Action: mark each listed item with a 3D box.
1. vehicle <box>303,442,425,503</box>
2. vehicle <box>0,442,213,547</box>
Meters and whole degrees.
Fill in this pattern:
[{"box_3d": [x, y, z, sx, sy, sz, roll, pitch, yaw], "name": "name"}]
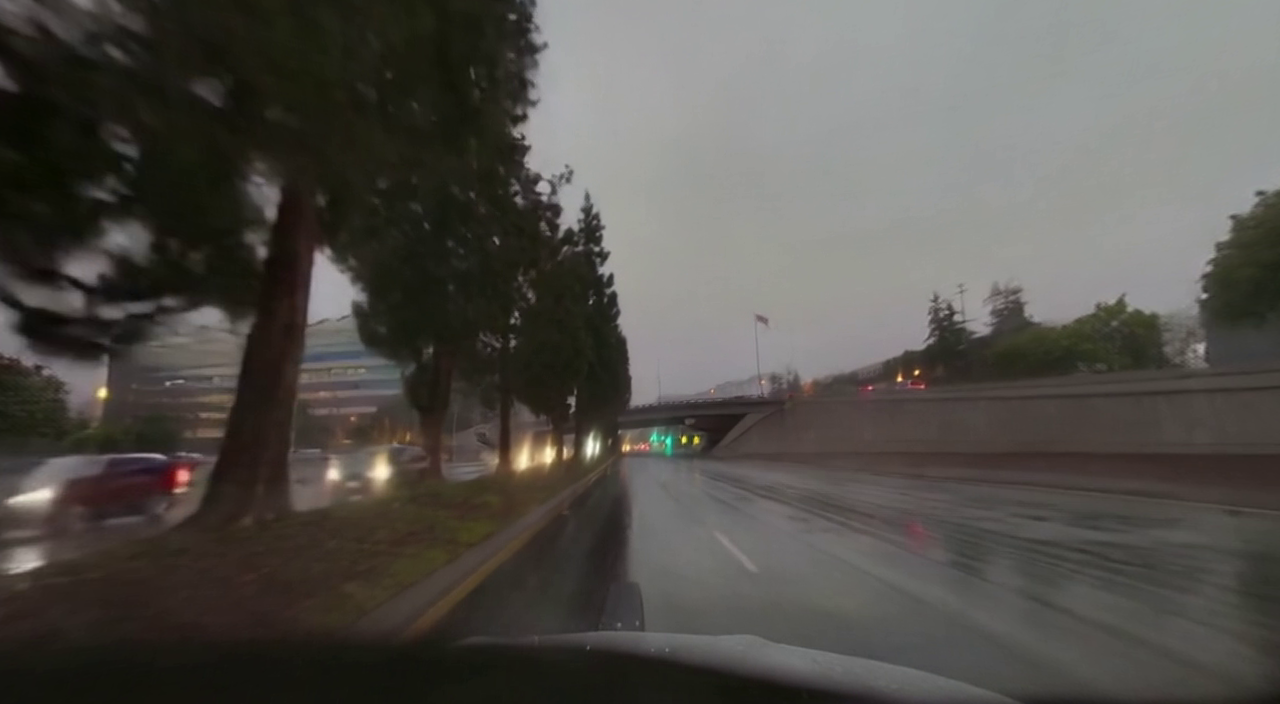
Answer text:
[{"box_3d": [-8.581, 3.777, 20.164, 2.017, 1.666, 4.293, -1, -9, -1], "name": "vehicle"}, {"box_3d": [-11.708, 2.831, 13.278, 2.123, 1.769, 4.886, -1, -9, -1], "name": "vehicle"}]
